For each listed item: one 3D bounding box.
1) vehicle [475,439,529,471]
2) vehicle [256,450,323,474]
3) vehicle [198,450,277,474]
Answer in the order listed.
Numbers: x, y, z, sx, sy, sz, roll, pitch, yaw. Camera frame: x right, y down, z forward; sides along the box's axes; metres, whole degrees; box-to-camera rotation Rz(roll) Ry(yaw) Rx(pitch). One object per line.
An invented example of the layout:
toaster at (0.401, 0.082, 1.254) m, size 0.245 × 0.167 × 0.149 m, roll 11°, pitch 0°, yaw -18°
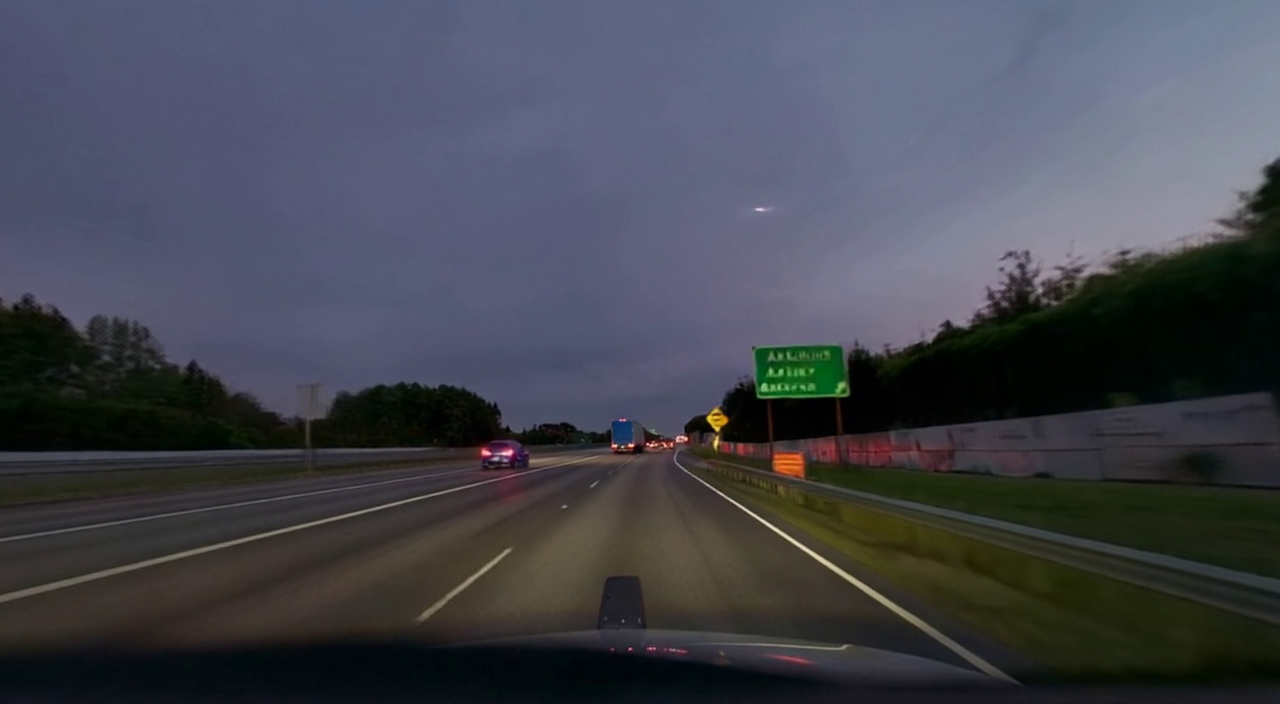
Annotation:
vehicle at (-7.284, 5.476, 33.615) m, size 1.893 × 1.566 × 4.051 m, roll 0°, pitch -9°, yaw 1°
vehicle at (-22.143, 6.953, 40.006) m, size 1.679 × 1.439 × 4.300 m, roll 0°, pitch -9°, yaw 1°
vehicle at (-26.436, 7.222, 41.603) m, size 2.159 × 1.461 × 4.562 m, roll 0°, pitch -9°, yaw 1°
